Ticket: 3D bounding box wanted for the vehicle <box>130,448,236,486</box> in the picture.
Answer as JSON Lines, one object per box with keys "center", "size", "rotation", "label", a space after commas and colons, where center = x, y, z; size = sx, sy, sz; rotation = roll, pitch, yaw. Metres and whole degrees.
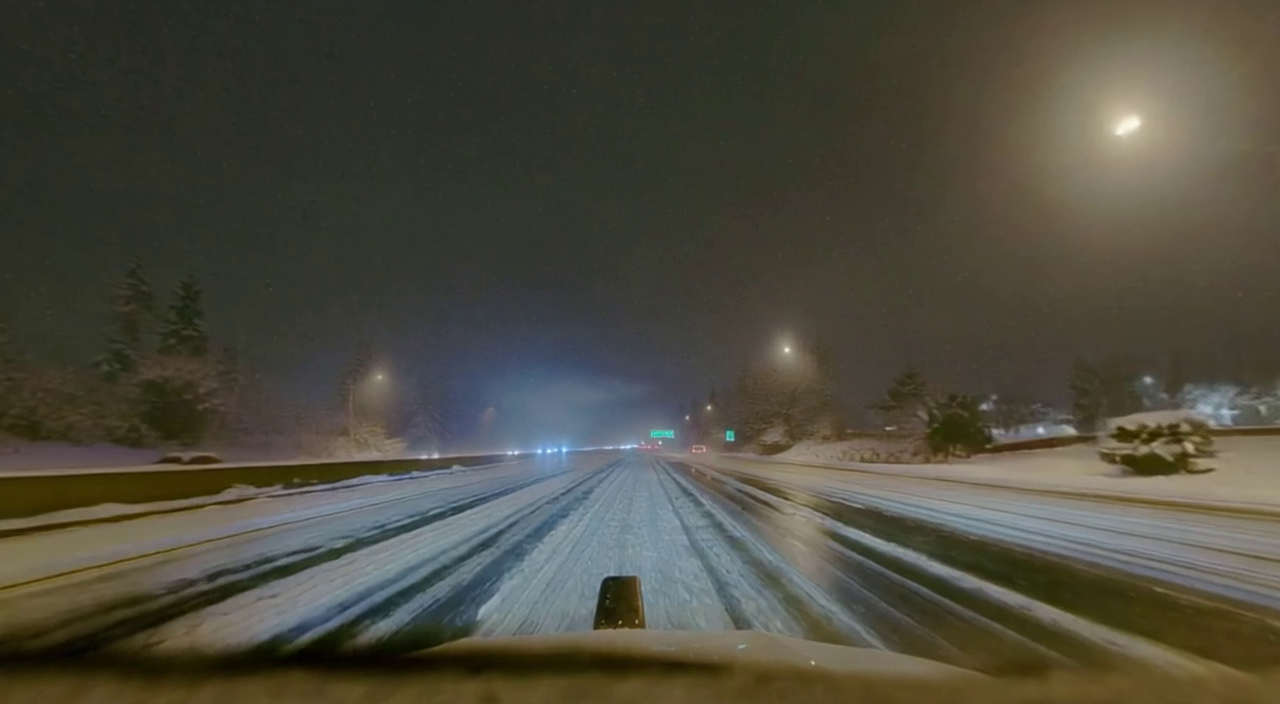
{"center": [-22.018, 5.519, 30.672], "size": [1.891, 1.687, 4.333], "rotation": [0, -8, 0], "label": "vehicle"}
